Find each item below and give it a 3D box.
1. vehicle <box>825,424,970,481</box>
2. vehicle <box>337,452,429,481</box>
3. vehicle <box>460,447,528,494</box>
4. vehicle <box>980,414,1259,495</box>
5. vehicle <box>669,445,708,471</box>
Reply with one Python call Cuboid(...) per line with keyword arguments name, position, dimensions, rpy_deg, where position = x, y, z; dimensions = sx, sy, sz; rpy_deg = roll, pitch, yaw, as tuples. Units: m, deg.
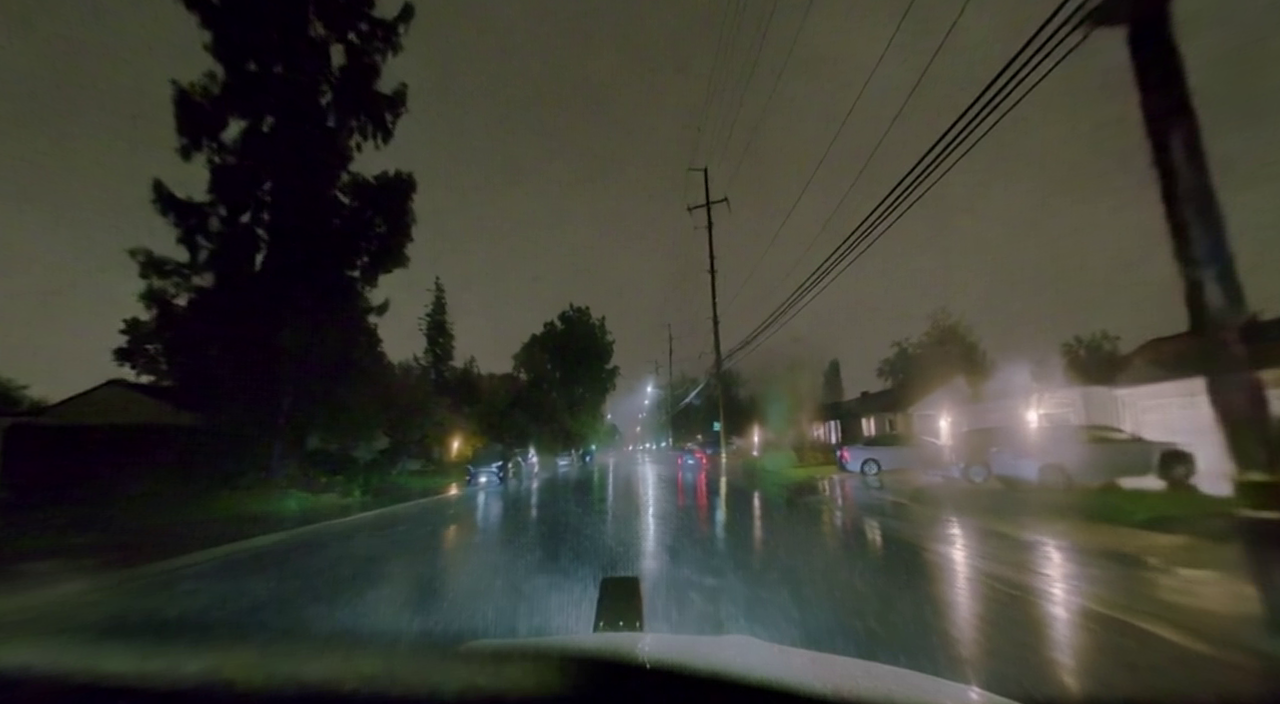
Cuboid(name="vehicle", position=(9.782, 3.821, 24.234), dimensions=(4.559, 1.843, 2.081), rpy_deg=(-2, -7, -4))
Cuboid(name="vehicle", position=(-16.199, 7.229, 39.997), dimensions=(4.706, 1.681, 2.389), rpy_deg=(-1, -9, 5))
Cuboid(name="vehicle", position=(-6.283, 5.088, 27.579), dimensions=(2.035, 1.736, 3.955), rpy_deg=(-2, -7, -1))
Cuboid(name="vehicle", position=(11.108, 2.431, 14.984), dimensions=(4.782, 1.748, 2.106), rpy_deg=(-1, -9, 2))
Cuboid(name="vehicle", position=(3.321, 7.341, 44.137), dimensions=(2.247, 1.618, 4.655), rpy_deg=(2, -8, -1))
